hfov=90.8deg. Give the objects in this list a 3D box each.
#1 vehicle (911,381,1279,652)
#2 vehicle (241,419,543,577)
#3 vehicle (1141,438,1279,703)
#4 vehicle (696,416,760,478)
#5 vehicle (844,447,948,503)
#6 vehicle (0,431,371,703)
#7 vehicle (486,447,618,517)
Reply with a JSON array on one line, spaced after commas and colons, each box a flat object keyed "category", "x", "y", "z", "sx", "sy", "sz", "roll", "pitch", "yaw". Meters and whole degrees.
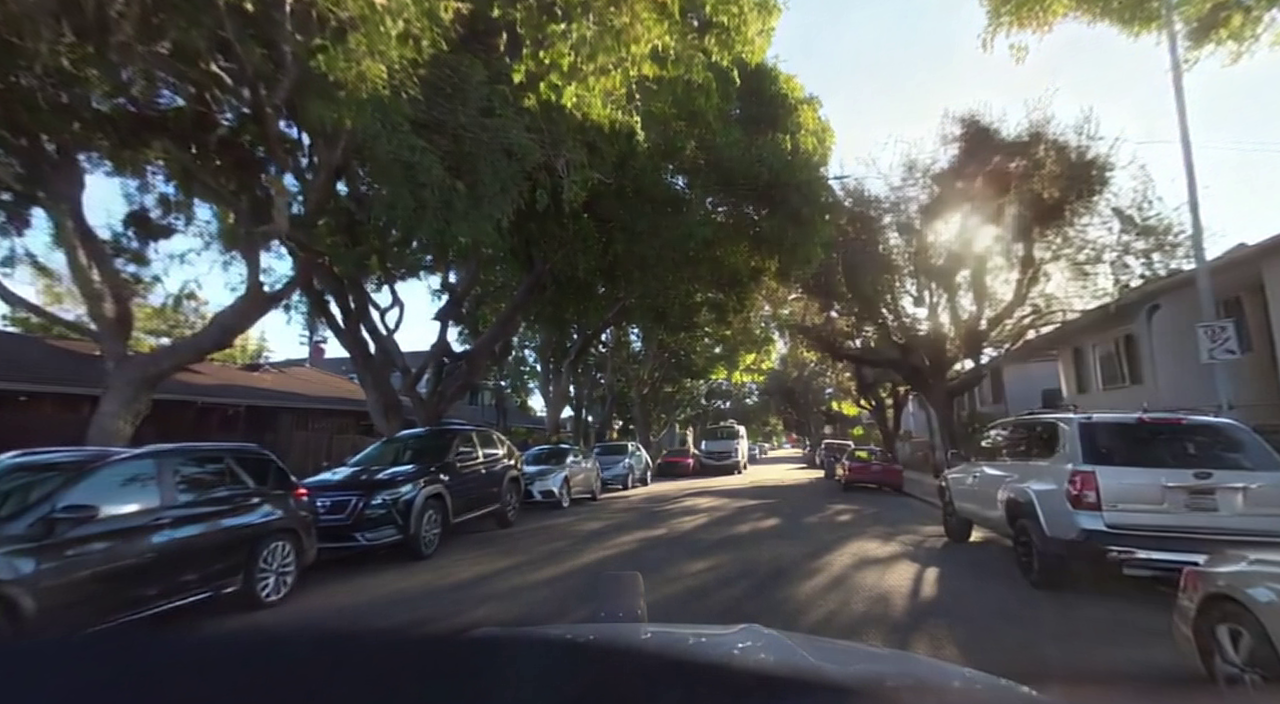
[{"category": "vehicle", "x": 4.787, "y": 1.508, "z": 6.911, "sx": 2.182, "sy": 1.900, "sz": 4.779, "roll": -1, "pitch": -8, "yaw": 9}, {"category": "vehicle", "x": -3.380, "y": 2.091, "z": 10.058, "sx": 2.203, "sy": 1.815, "sz": 4.972, "roll": -1, "pitch": -8, "yaw": 8}, {"category": "vehicle", "x": 3.903, "y": 0.951, "z": 1.693, "sx": 1.992, "sy": 1.456, "sz": 4.610, "roll": -2, "pitch": -8, "yaw": 11}, {"category": "vehicle", "x": 4.763, "y": 4.950, "z": 33.171, "sx": 2.716, "sy": 2.887, "sz": 6.781, "roll": -2, "pitch": -8, "yaw": 13}, {"category": "vehicle", "x": 7.543, "y": 3.608, "z": 19.088, "sx": 1.813, "sy": 1.468, "sz": 4.267, "roll": -1, "pitch": -8, "yaw": 7}, {"category": "vehicle", "x": -4.242, "y": 1.401, "z": 4.866, "sx": 1.855, "sy": 1.510, "sz": 4.406, "roll": -1, "pitch": -8, "yaw": 9}, {"category": "vehicle", "x": -2.013, "y": 3.175, "z": 16.162, "sx": 1.861, "sy": 1.474, "sz": 4.749, "roll": -2, "pitch": -9, "yaw": 11}]
